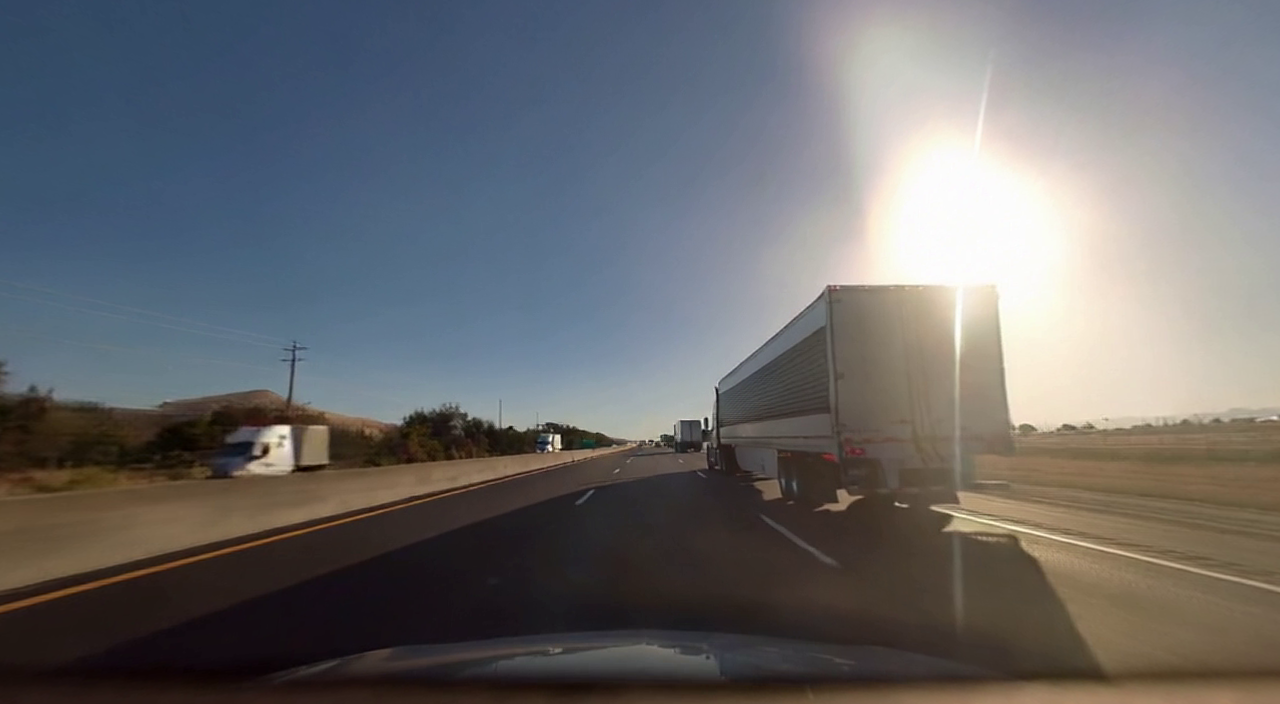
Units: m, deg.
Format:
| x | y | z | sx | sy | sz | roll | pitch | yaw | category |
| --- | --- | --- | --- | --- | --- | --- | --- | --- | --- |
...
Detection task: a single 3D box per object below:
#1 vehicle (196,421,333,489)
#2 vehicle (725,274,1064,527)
| x | y | z | sx | sy | sz | roll | pitch | yaw | category |
| --- | --- | --- | --- | --- | --- | --- | --- | --- | --- |
| -19.604 | 5.434 | 33.420 | 2.652 | 3.205 | 7.070 | 0 | -8 | 2 | vehicle |
| 4.902 | 1.778 | 17.056 | 3.485 | 3.975 | 14.489 | 0 | -8 | 1 | vehicle |
